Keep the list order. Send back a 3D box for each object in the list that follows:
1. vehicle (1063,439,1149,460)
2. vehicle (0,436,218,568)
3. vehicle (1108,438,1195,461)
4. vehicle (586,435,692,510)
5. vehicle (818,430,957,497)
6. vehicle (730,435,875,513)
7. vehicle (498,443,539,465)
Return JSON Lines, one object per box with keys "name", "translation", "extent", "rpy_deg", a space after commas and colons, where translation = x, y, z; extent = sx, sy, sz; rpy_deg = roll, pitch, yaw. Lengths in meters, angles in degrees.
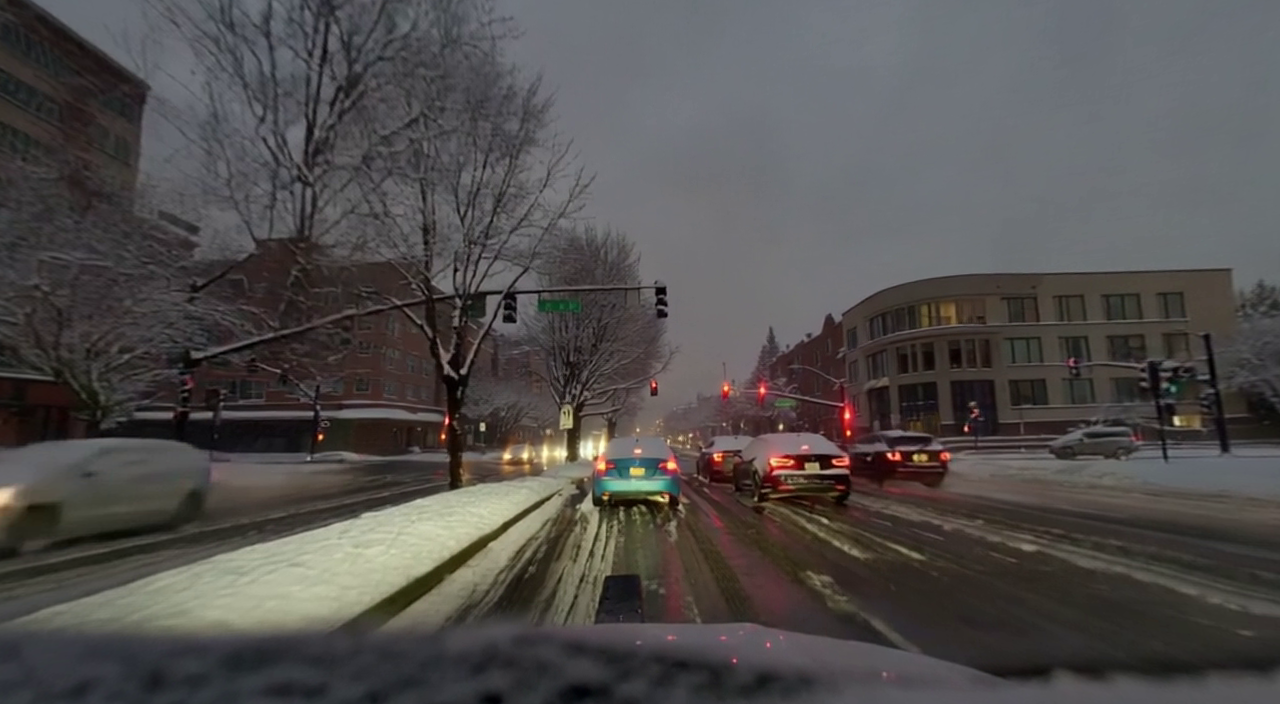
{"name": "vehicle", "translation": [34.274, 7.189, 46.533], "extent": [4.616, 1.476, 2.165], "rpy_deg": [1, -9, -3]}
{"name": "vehicle", "translation": [-8.494, 2.031, 9.218], "extent": [1.965, 1.530, 3.883], "rpy_deg": [0, -9, 0]}
{"name": "vehicle", "translation": [34.852, 6.648, 43.142], "extent": [4.190, 1.535, 1.998], "rpy_deg": [0, -9, -1]}
{"name": "vehicle", "translation": [-0.047, 2.682, 14.472], "extent": [2.087, 1.468, 4.014], "rpy_deg": [0, -9, -1]}
{"name": "vehicle", "translation": [7.252, 3.332, 19.220], "extent": [2.177, 1.774, 4.743], "rpy_deg": [0, -9, -2]}
{"name": "vehicle", "translation": [3.472, 2.701, 14.509], "extent": [2.018, 1.491, 4.544], "rpy_deg": [0, -9, -1]}
{"name": "vehicle", "translation": [-8.759, 7.410, 45.993], "extent": [2.004, 1.476, 4.671], "rpy_deg": [0, -9, 1]}
